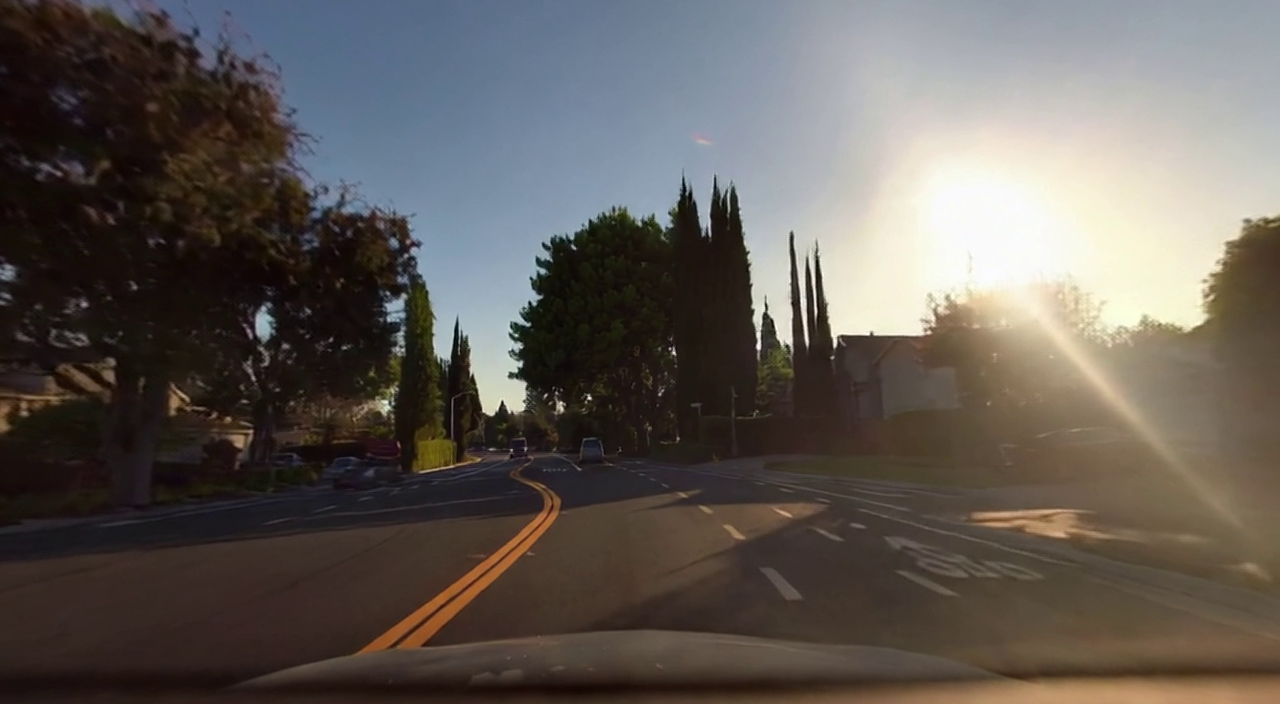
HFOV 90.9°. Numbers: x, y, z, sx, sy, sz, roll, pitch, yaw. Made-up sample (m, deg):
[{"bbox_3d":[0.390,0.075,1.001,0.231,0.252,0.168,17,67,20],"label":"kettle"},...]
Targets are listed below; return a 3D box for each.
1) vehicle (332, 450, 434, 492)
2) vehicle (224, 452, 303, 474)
[{"bbox_3d":[-10.509,4.877,26.245,1.979,1.503,4.678,-2,-9,5],"label":"vehicle"},{"bbox_3d":[-26.965,7.984,45.232,4.450,1.482,1.948,-1,-9,3],"label":"vehicle"}]
